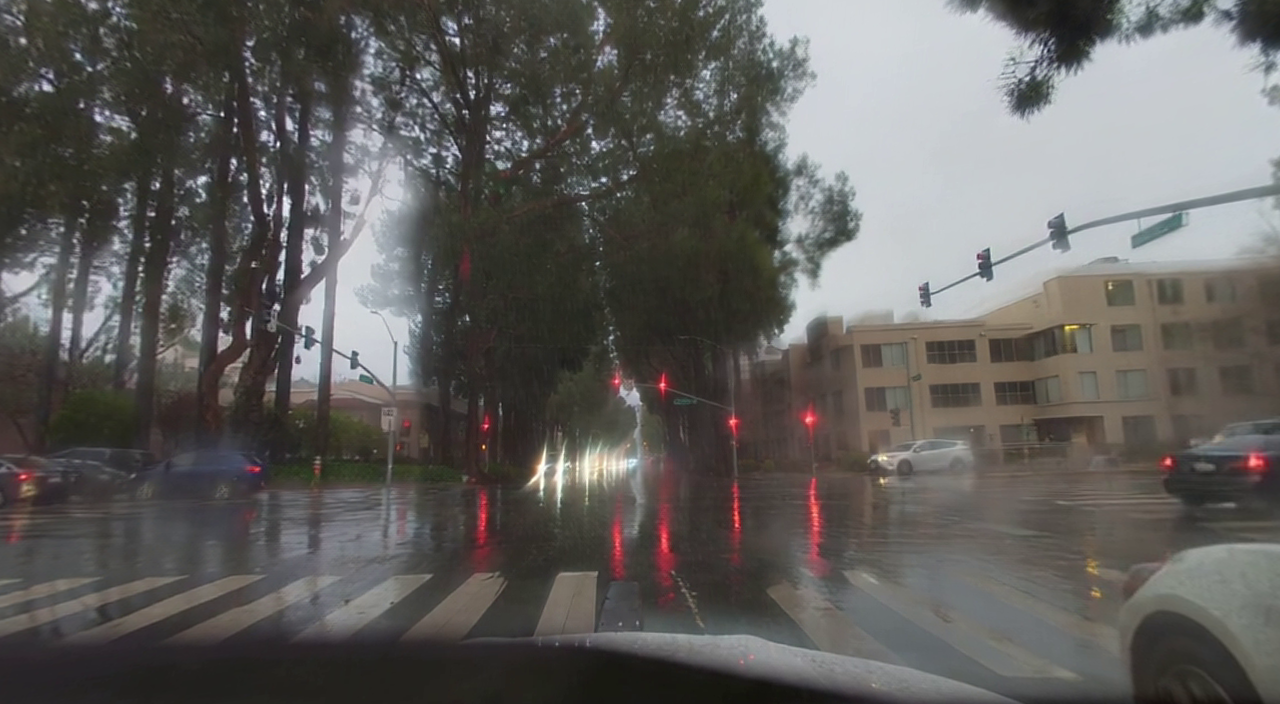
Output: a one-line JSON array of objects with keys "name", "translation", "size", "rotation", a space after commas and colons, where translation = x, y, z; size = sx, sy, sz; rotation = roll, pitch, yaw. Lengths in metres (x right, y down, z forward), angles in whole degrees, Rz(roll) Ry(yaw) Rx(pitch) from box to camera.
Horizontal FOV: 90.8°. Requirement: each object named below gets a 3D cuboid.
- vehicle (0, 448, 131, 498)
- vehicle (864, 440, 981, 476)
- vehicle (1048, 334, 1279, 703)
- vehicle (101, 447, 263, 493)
[{"name": "vehicle", "translation": [-22.121, 4.414, 23.267], "size": [4.748, 1.727, 2.325], "rotation": [0, -8, 2]}, {"name": "vehicle", "translation": [15.607, 5.891, 35.145], "size": [5.220, 1.897, 2.596], "rotation": [0, -8, 0]}, {"name": "vehicle", "translation": [3.333, 0.658, 1.360], "size": [2.227, 1.705, 4.719], "rotation": [-1, -8, 8]}, {"name": "vehicle", "translation": [-19.139, 4.955, 26.646], "size": [4.798, 1.763, 2.536], "rotation": [0, -10, 0]}]
